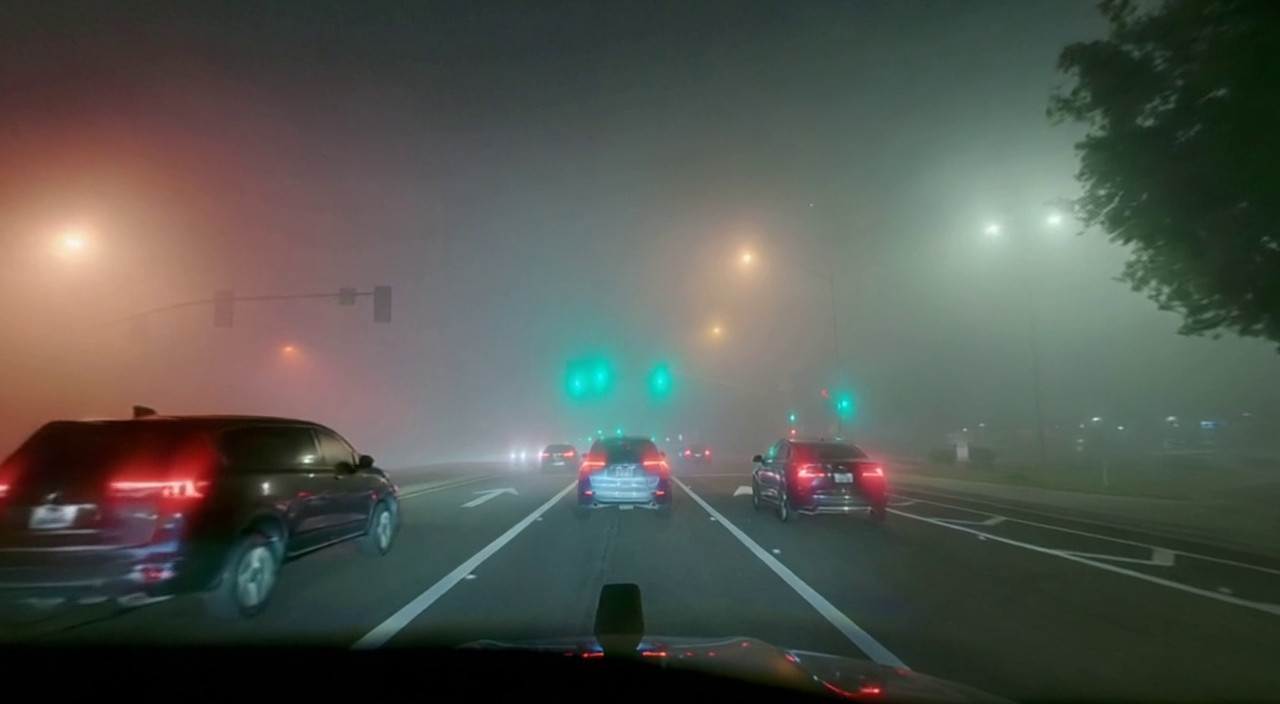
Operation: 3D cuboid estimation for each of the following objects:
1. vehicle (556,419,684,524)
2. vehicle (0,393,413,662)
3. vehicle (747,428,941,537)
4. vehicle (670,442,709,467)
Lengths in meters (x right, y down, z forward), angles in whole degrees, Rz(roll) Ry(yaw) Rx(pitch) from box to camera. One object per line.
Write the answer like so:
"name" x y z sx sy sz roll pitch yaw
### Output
"vehicle" -0.354 2.317 12.731 2.150 1.725 4.096 0 -8 -1
"vehicle" -3.794 1.354 5.890 1.823 1.602 4.061 0 -8 0
"vehicle" 3.307 2.198 11.246 2.068 1.541 4.041 0 -8 0
"vehicle" 3.150 6.645 41.160 2.171 1.469 4.420 0 -8 0
